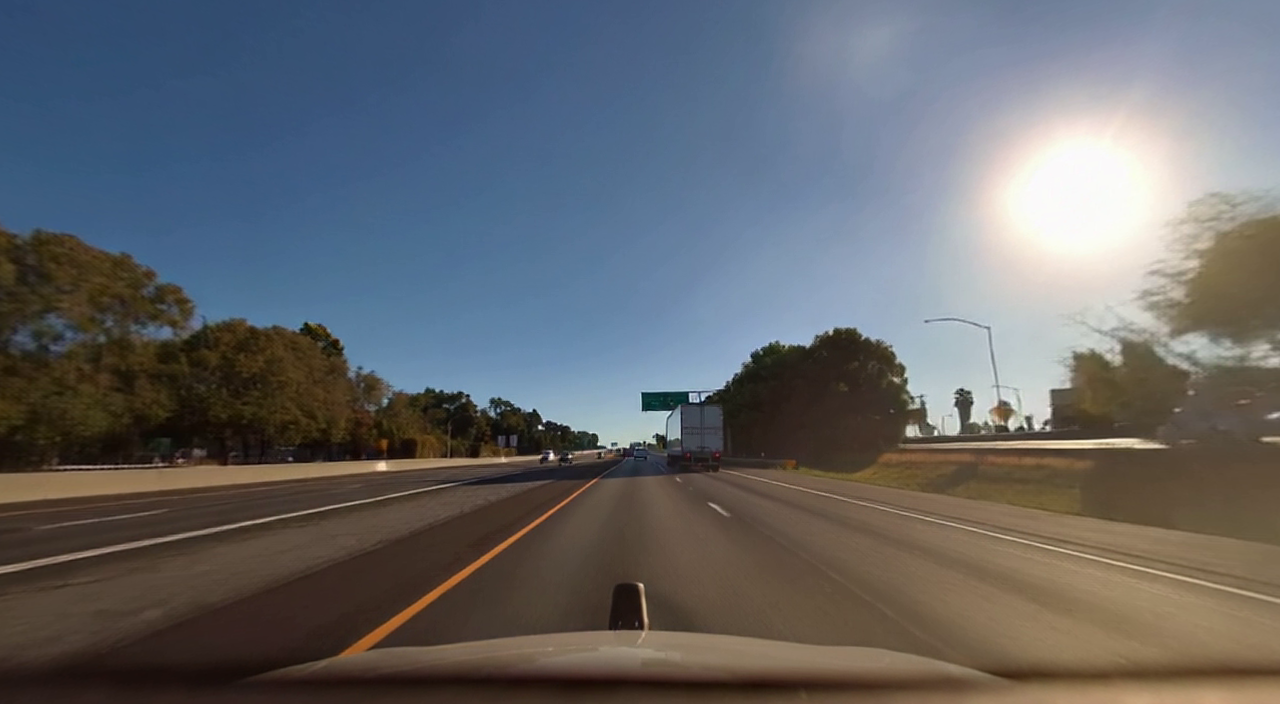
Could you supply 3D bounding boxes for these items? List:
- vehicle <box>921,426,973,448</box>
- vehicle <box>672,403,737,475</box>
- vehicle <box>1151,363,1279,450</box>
[{"bbox_3d":[22.918,6.409,47.094,1.800,1.506,3.851,0,-9,-1],"label":"vehicle"},{"bbox_3d":[4.059,6.059,43.064,3.185,4.154,12.638,0,-9,0],"label":"vehicle"},{"bbox_3d":[35.422,3.709,39.195,2.833,4.493,14.015,-5,-9,29],"label":"vehicle"}]
